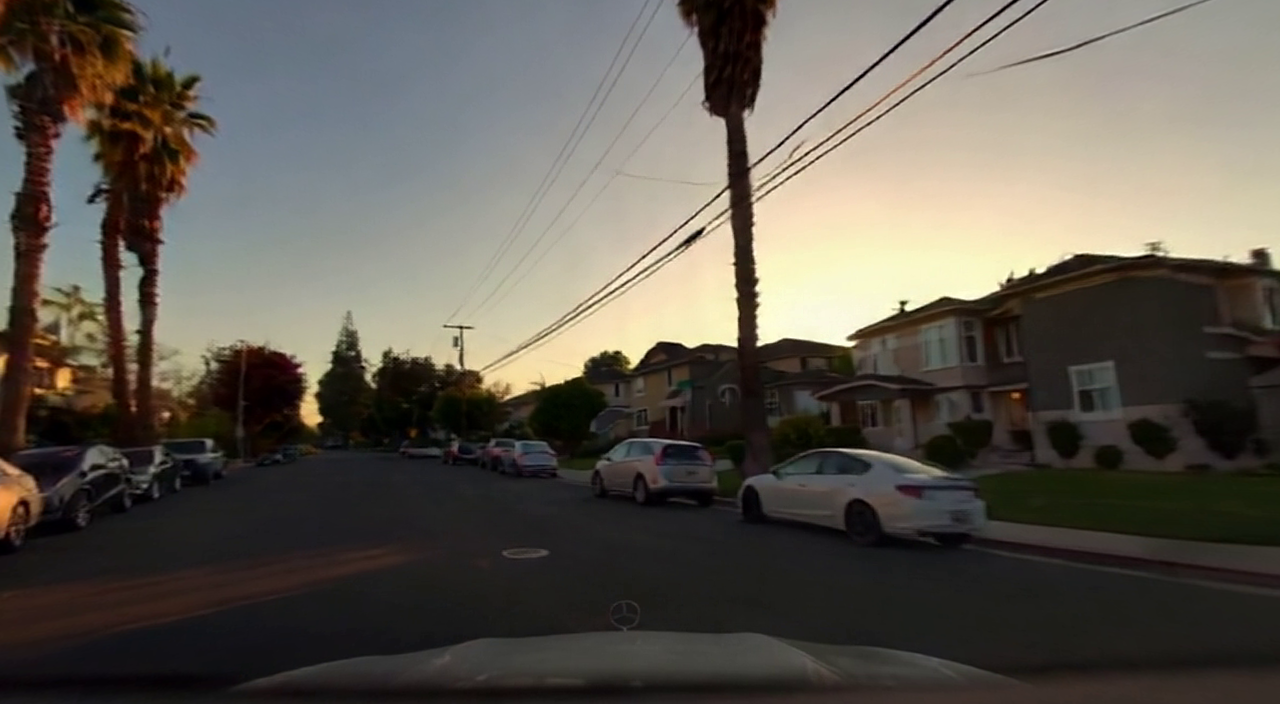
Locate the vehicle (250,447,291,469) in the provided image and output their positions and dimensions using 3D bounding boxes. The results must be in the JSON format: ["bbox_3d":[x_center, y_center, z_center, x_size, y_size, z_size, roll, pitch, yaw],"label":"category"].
[{"bbox_3d":[-27.172,7.755,46.571,2.013,1.483,4.645,3,-9,-23],"label":"vehicle"}]

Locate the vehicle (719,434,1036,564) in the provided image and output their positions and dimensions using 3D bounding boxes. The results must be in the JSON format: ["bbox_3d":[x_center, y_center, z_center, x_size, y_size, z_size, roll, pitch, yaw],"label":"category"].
[{"bbox_3d":[3.137,1.988,9.502,1.786,1.437,4.448,3,-9,-24],"label":"vehicle"}]

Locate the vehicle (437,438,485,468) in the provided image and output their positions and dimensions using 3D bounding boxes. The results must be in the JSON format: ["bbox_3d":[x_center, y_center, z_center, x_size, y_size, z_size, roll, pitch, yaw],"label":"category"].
[{"bbox_3d":[-11.912,6.622,41.809,2.115,1.826,4.871,4,-9,-26],"label":"vehicle"}]

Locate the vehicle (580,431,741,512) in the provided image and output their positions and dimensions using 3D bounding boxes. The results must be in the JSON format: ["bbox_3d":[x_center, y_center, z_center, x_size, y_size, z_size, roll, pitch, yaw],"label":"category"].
[{"bbox_3d":[0.300,2.771,15.299,1.943,1.623,4.471,4,-9,-27],"label":"vehicle"}]

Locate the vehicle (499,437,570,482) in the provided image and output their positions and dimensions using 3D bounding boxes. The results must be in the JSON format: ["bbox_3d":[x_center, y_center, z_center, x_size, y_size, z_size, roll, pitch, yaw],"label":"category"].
[{"bbox_3d":[-4.494,4.419,26.407,1.894,1.675,4.294,3,-9,-23],"label":"vehicle"}]

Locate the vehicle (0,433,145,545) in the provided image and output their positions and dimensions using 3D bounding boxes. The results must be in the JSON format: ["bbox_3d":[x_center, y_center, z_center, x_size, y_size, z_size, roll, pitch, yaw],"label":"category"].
[{"bbox_3d":[-11.064,2.416,11.814,1.919,1.678,4.385,0,-6,-26],"label":"vehicle"}]
